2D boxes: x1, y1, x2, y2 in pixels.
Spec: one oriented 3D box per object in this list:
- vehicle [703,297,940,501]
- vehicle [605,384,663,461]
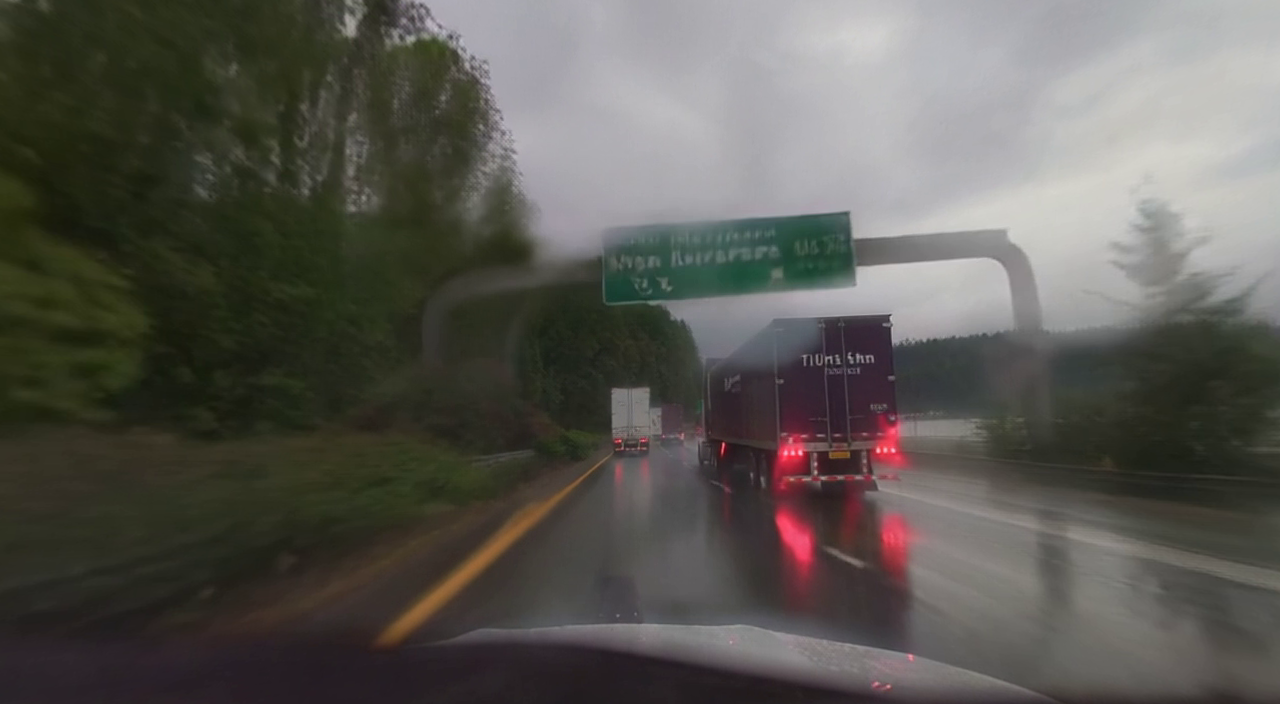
[{"bbox_3d":[4.378,1.889,20.063,2.856,4.145,14.500,0,-8,-2],"label":"vehicle"},{"bbox_3d":[-0.371,4.321,37.679,2.958,3.917,10.196,0,-8,-1],"label":"vehicle"}]
